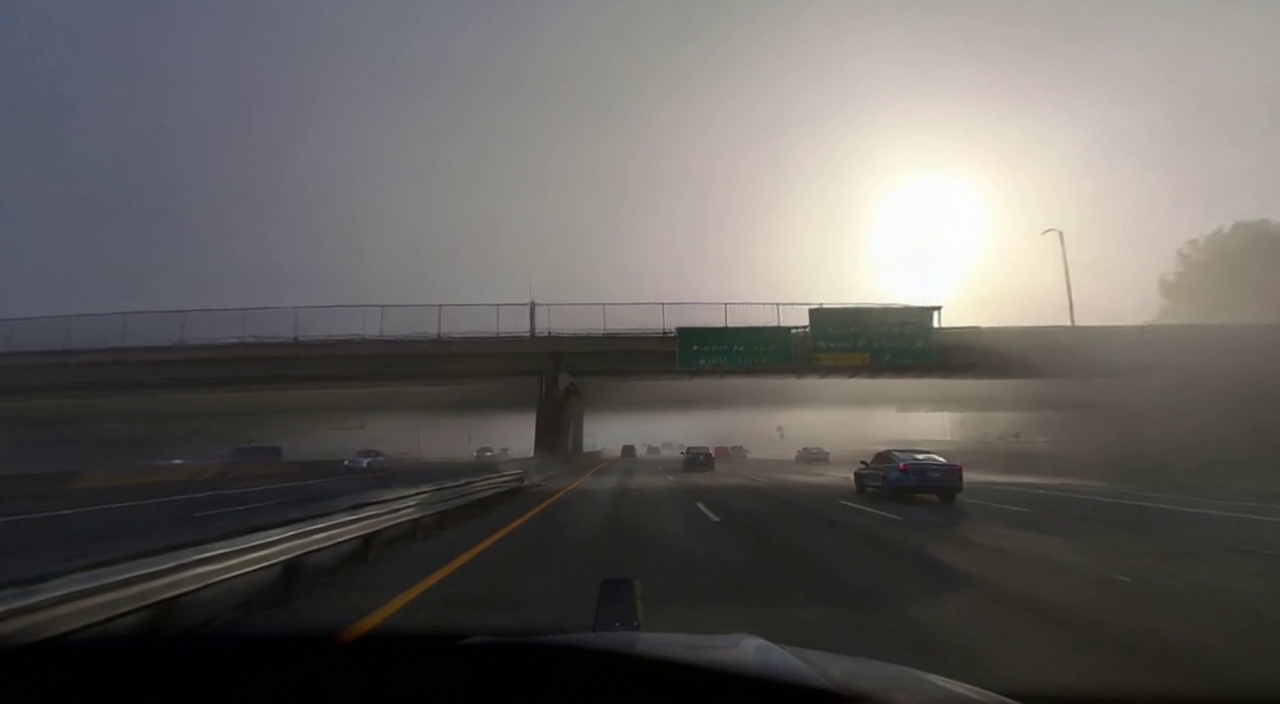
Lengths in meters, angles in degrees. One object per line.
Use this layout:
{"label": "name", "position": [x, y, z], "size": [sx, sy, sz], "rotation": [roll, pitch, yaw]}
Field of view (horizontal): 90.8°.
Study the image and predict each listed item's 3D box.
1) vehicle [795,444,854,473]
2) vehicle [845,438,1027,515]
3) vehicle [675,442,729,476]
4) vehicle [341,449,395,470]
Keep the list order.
{"label": "vehicle", "position": [9.973, 5.761, 34.496], "size": [1.838, 1.440, 4.121], "rotation": [0, -8, -2]}
{"label": "vehicle", "position": [6.553, 2.778, 14.692], "size": [1.952, 1.489, 4.483], "rotation": [0, -8, -2]}
{"label": "vehicle", "position": [2.865, 5.076, 30.340], "size": [1.993, 1.507, 4.594], "rotation": [0, -8, -2]}
{"label": "vehicle", "position": [-20.876, 8.266, 48.711], "size": [2.057, 1.475, 4.785], "rotation": [0, -8, 0]}
